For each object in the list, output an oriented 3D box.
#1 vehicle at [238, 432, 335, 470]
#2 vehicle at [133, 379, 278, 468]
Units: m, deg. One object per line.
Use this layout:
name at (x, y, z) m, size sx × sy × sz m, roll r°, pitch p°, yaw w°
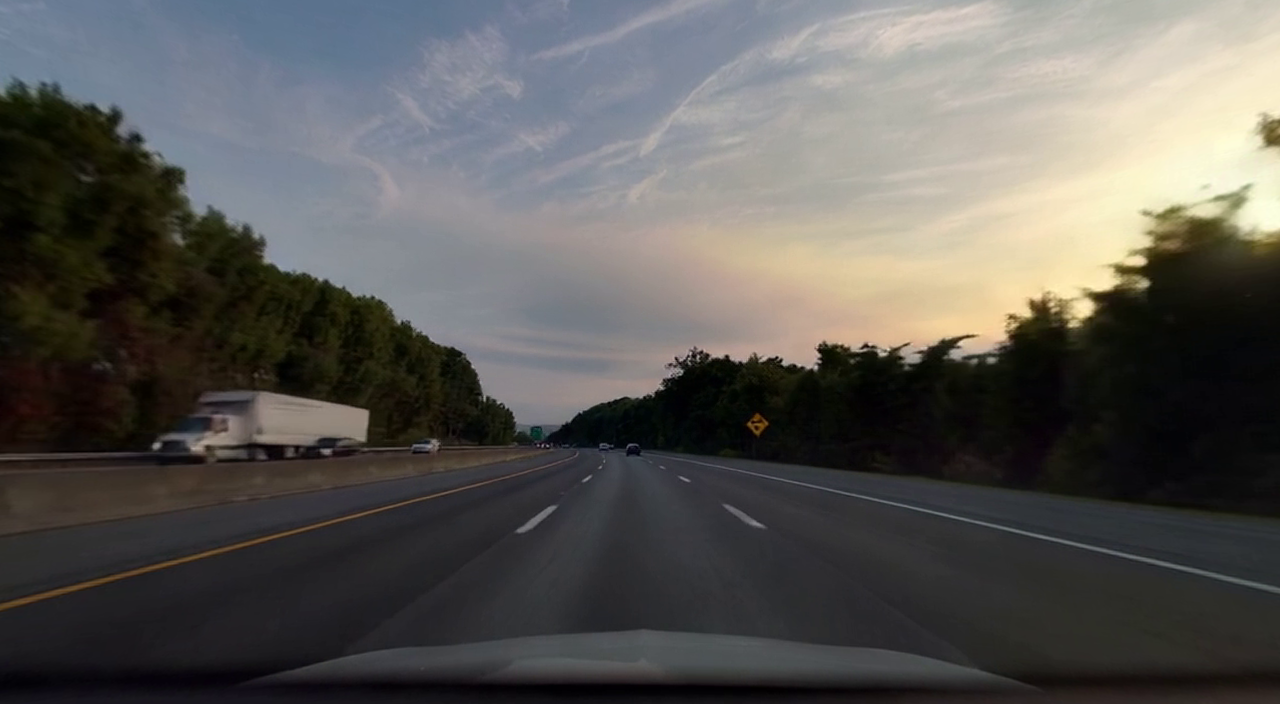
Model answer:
vehicle at (-16.354, 4.626, 29.445) m, size 2.001 × 1.638 × 4.475 m, roll 0°, pitch -9°, yaw -1°
vehicle at (-21.446, 3.671, 31.607) m, size 2.989 × 4.011 × 5.907 m, roll 0°, pitch -9°, yaw -2°
